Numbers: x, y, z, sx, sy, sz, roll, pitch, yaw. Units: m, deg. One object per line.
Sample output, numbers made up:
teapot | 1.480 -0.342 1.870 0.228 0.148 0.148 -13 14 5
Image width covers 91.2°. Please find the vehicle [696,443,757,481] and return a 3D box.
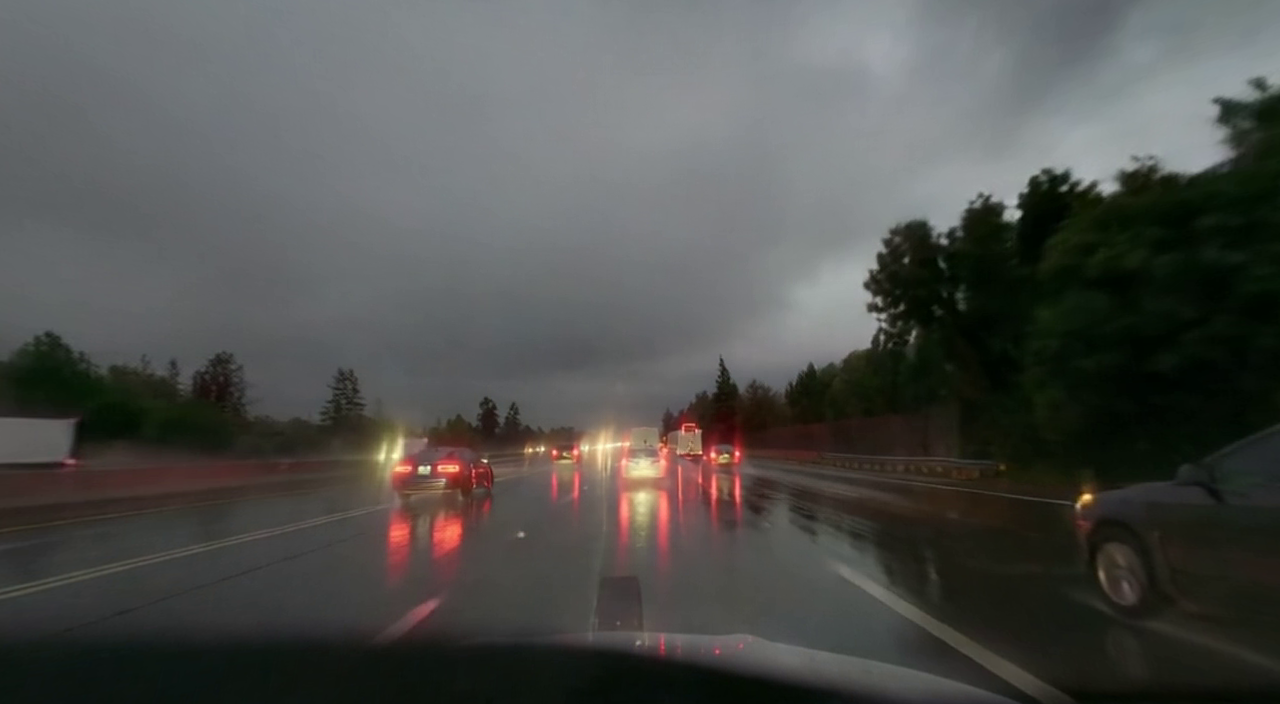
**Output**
vehicle | 3.725 4.823 27.676 1.959 1.503 4.064 0 -9 -2

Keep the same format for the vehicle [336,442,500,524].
vehicle | -4.581 2.766 13.776 1.967 1.473 4.439 0 -9 0

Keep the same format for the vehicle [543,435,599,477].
vehicle | -3.447 5.339 32.252 2.230 1.973 4.403 -1 -9 2

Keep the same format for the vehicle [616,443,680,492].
vehicle | 0.253 4.025 22.204 2.015 1.526 4.286 0 -9 0

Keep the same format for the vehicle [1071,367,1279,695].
vehicle | 4.252 0.793 2.490 2.018 1.639 4.149 0 -9 -1
